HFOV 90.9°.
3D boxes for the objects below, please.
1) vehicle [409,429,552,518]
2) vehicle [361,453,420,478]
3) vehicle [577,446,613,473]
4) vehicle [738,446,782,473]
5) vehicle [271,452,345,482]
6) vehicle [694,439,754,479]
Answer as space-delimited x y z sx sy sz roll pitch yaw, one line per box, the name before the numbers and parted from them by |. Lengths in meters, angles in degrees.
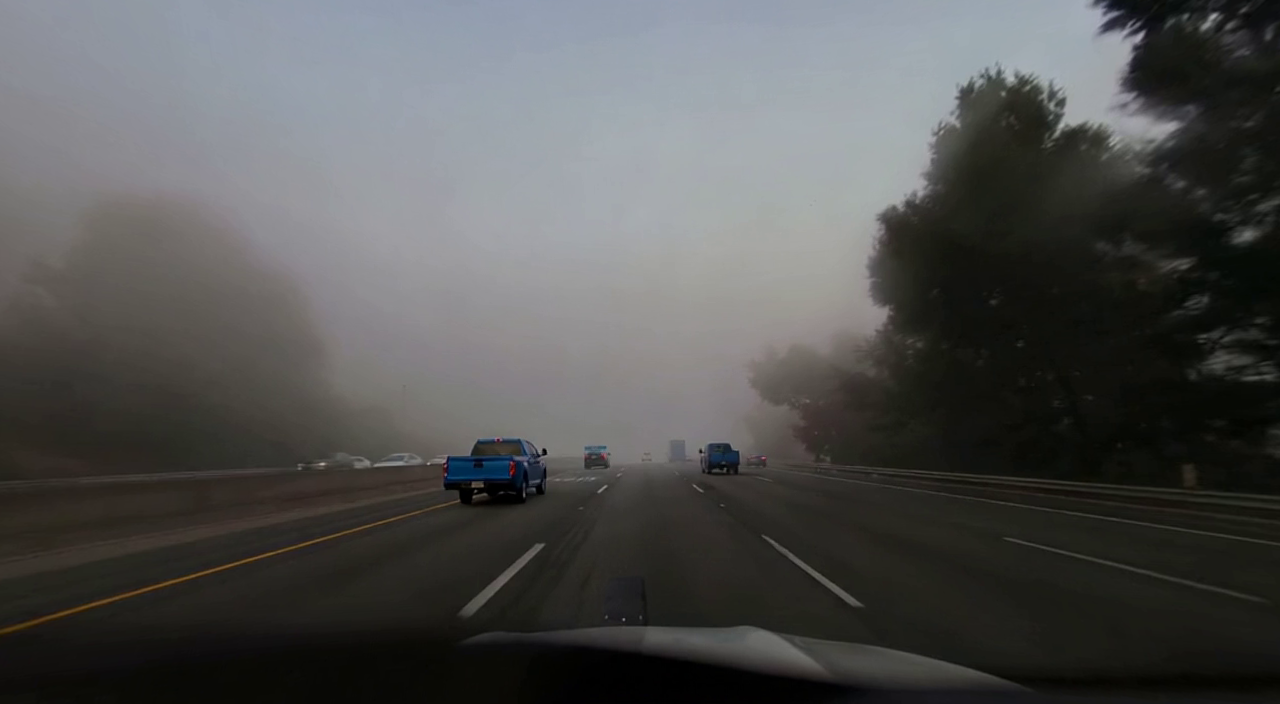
vehicle | -3.763 2.964 16.087 2.227 1.853 5.161 -1 -8 1
vehicle | -16.445 7.465 41.791 1.895 1.478 4.758 -1 -8 1
vehicle | -3.211 7.808 46.070 2.235 1.785 4.386 -1 -8 2
vehicle | 8.046 7.229 42.727 2.104 1.724 4.701 0 -8 0
vehicle | -20.520 7.092 39.219 1.958 1.686 4.658 -1 -8 1
vehicle | 4.379 5.687 33.978 2.424 1.952 5.611 0 -8 0
